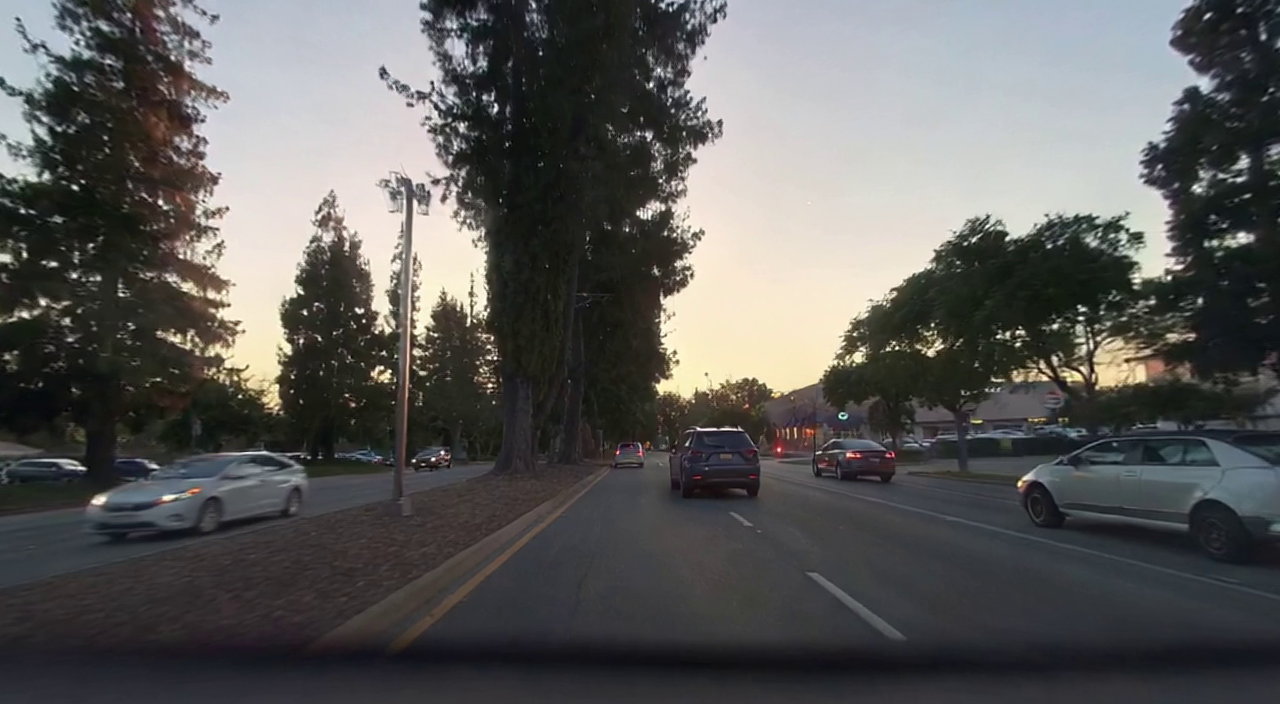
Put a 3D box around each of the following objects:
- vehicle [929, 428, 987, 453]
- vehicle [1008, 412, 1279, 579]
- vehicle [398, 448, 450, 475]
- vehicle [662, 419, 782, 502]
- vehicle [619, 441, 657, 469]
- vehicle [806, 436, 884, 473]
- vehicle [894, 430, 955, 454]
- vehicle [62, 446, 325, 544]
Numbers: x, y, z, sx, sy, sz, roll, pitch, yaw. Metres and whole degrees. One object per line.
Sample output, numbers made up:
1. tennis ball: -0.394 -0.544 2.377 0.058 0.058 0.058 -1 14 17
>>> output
1. vehicle: 22.779 6.382 45.449 1.919 1.676 4.048 0 -8 -2
2. vehicle: 6.759 1.574 7.623 1.994 1.488 4.313 0 -8 -1
3. vehicle: -16.223 8.216 47.805 2.124 1.802 5.097 0 -8 0
4. vehicle: 1.969 2.849 16.983 2.300 1.870 4.936 0 -8 -3
5. vehicle: -0.141 5.803 35.821 2.050 1.504 4.024 0 -8 -1
6. vehicle: 9.208 4.643 28.798 1.894 1.517 4.419 0 -8 -2
7. vehicle: 20.264 6.458 45.219 2.109 1.592 4.481 0 -8 -2
8. vehicle: -8.501 2.702 12.761 1.966 1.559 4.731 0 -8 -2
